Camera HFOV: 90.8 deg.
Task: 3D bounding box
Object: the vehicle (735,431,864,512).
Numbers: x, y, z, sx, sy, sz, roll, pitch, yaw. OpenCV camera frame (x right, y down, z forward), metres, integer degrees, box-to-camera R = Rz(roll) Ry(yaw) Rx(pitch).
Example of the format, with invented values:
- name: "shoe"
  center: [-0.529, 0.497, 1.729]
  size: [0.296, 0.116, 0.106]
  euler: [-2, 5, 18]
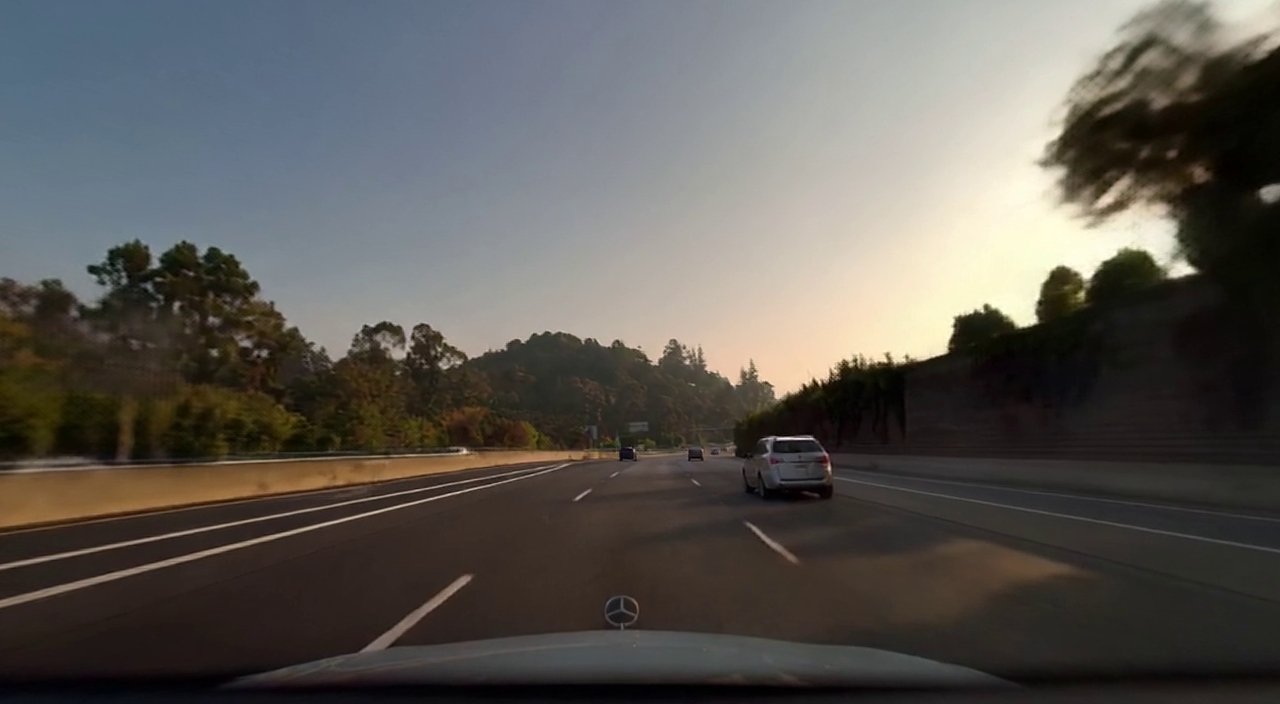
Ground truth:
- name: "vehicle"
  center: [3.820, 2.952, 16.025]
  size: [2.075, 1.743, 4.410]
  euler: [0, -9, 0]
